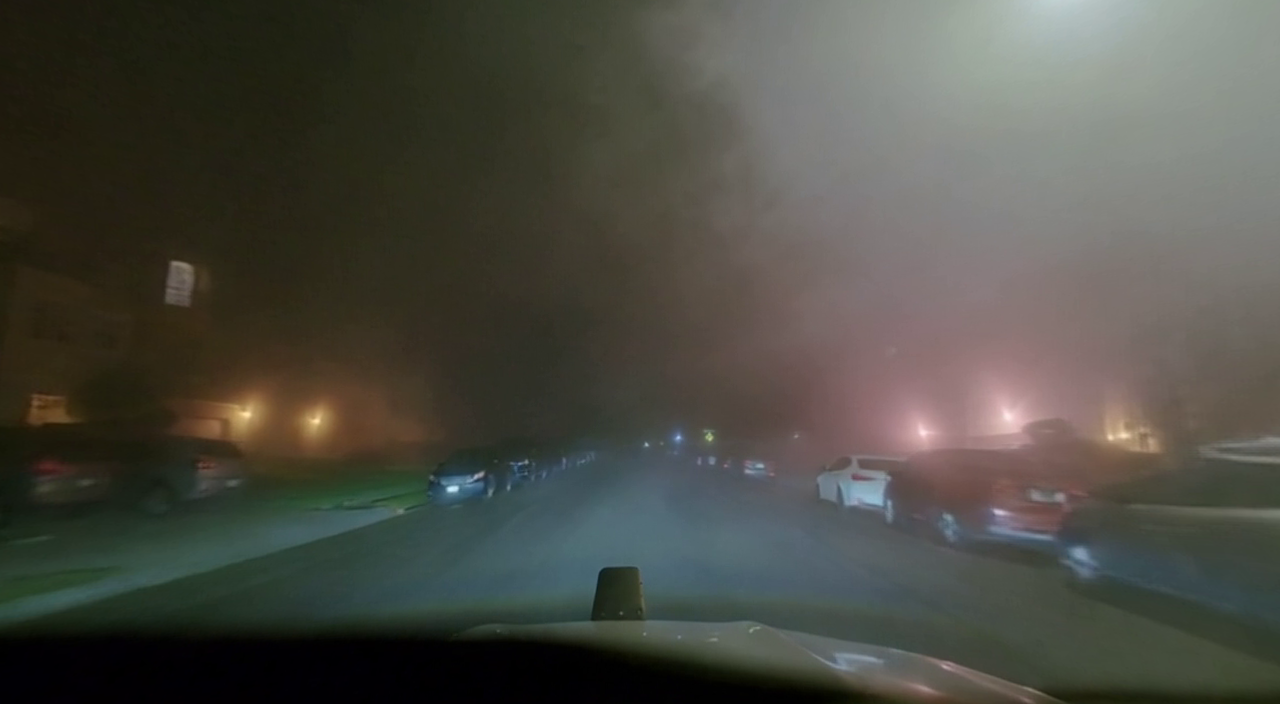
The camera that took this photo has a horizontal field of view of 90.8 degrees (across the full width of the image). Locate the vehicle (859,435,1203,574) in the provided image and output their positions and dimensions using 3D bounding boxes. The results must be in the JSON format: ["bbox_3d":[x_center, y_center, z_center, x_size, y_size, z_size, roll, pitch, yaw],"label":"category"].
[{"bbox_3d":[5.339,2.111,9.724,2.063,1.573,4.900,0,-9,-1],"label":"vehicle"}]

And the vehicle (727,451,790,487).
[{"bbox_3d":[5.190,5.177,28.268,1.847,1.448,4.162,1,-9,-3],"label":"vehicle"}]

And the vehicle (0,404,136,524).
[{"bbox_3d":[-11.130,1.758,10.345,3.899,1.730,2.026,2,-10,1],"label":"vehicle"}]

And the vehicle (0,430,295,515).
[{"bbox_3d":[-9.909,2.460,12.938,4.521,1.562,1.990,-1,-10,4],"label":"vehicle"}]

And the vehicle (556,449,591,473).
[{"bbox_3d":[-4.374,7.252,42.230,1.973,1.454,4.559,0,-8,-1],"label":"vehicle"}]

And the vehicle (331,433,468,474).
[{"bbox_3d":[-11.575,4.918,30.748,5.755,1.869,2.194,0,-7,-1],"label":"vehicle"}]

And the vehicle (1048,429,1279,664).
[{"bbox_3d":[5.251,1.352,4.468,1.826,1.566,4.307,0,-9,0],"label":"vehicle"}]

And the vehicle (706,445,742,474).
[{"bbox_3d":[5.626,7.263,42.787,1.959,1.828,4.175,0,-9,1],"label":"vehicle"}]

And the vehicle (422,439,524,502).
[{"bbox_3d":[-4.649,3.363,18.181,1.983,1.579,3.879,0,-10,-2],"label":"vehicle"}]
